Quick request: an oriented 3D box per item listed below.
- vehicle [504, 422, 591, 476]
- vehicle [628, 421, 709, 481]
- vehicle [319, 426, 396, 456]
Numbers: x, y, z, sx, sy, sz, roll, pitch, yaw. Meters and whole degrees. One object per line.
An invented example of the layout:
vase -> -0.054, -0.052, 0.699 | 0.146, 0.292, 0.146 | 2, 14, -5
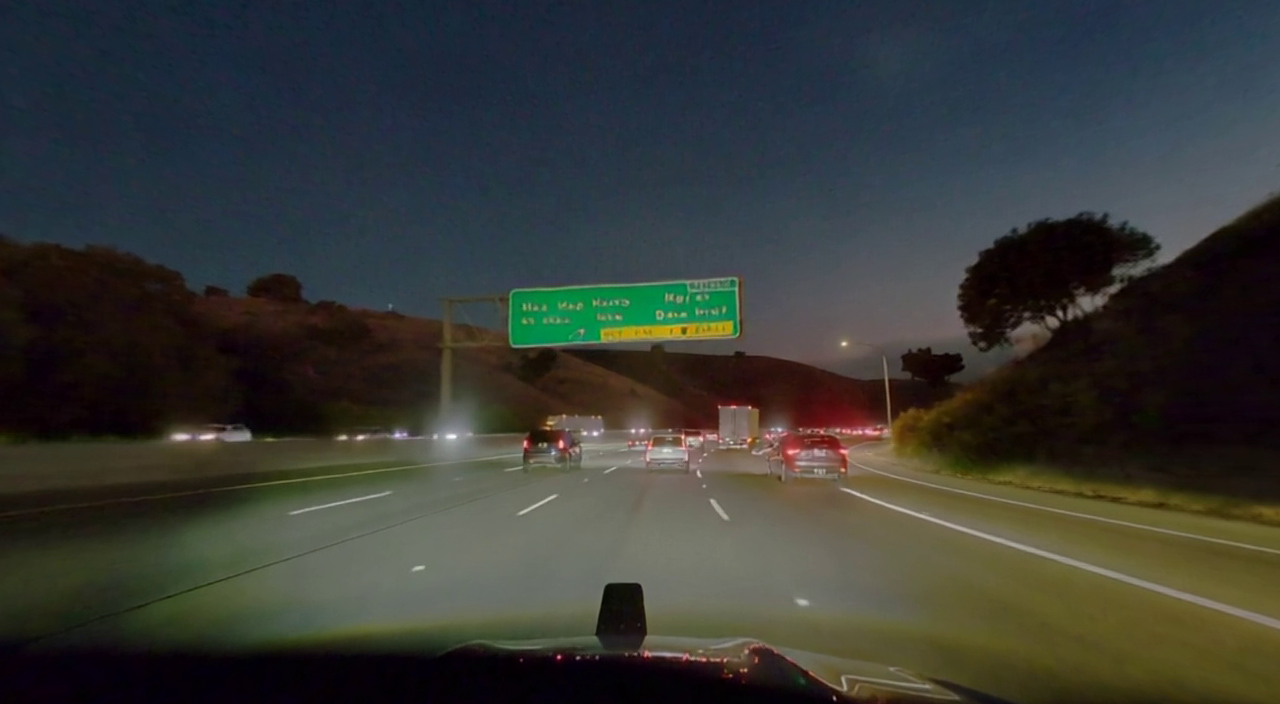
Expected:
vehicle -> -3.128, 3.412, 22.304 | 2.077, 1.712, 4.406 | -1, -8, 4
vehicle -> 1.030, 3.362, 21.649 | 2.484, 1.820, 4.497 | -1, -8, 4
vehicle -> -15.806, 5.011, 35.524 | 1.962, 1.529, 4.464 | -1, -8, 5
